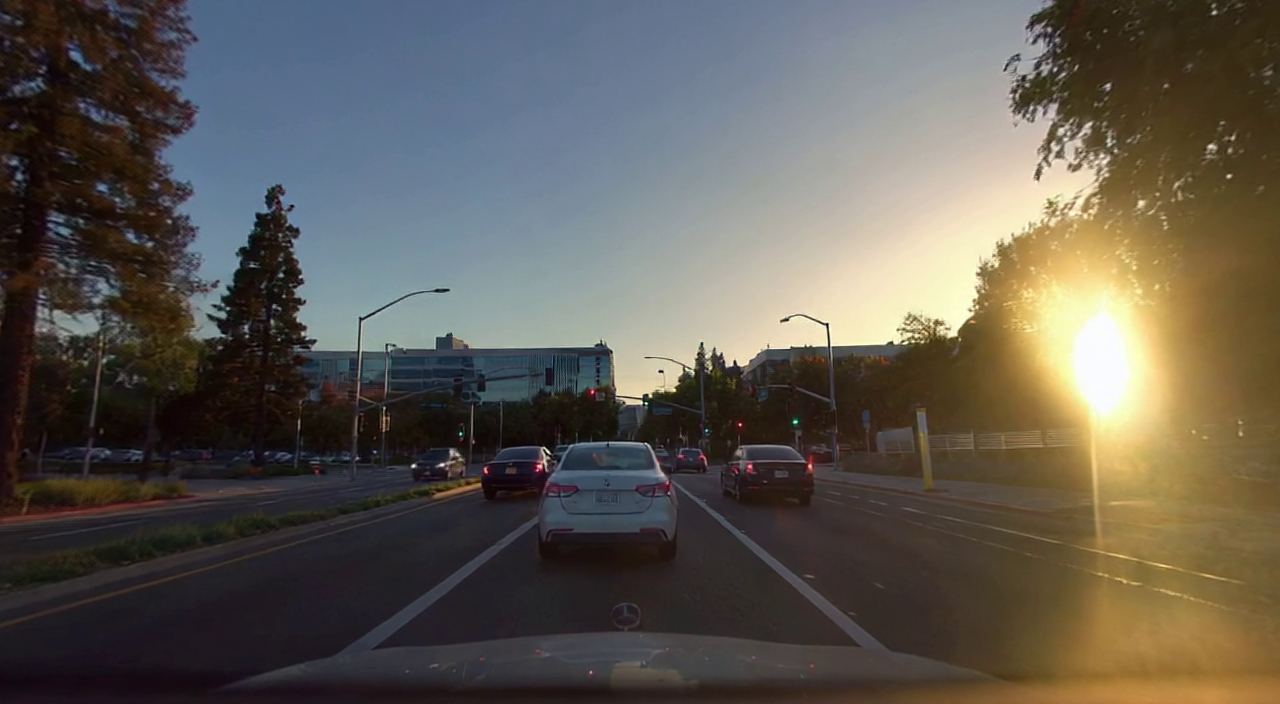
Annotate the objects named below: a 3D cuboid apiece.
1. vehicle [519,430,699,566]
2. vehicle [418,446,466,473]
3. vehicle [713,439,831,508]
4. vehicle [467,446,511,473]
[{"bbox_3d":[-0.387,1.903,8.889,2.006,1.487,3.535,0,-9,-1],"label":"vehicle"},{"bbox_3d":[-13.597,7.392,43.705,1.985,1.689,4.461,0,-9,-2],"label":"vehicle"},{"bbox_3d":[3.117,2.962,15.882,1.910,1.474,4.263,0,-9,-2],"label":"vehicle"},{"bbox_3d":[-9.087,6.503,38.307,1.824,1.513,4.254,0,-9,-3],"label":"vehicle"}]
